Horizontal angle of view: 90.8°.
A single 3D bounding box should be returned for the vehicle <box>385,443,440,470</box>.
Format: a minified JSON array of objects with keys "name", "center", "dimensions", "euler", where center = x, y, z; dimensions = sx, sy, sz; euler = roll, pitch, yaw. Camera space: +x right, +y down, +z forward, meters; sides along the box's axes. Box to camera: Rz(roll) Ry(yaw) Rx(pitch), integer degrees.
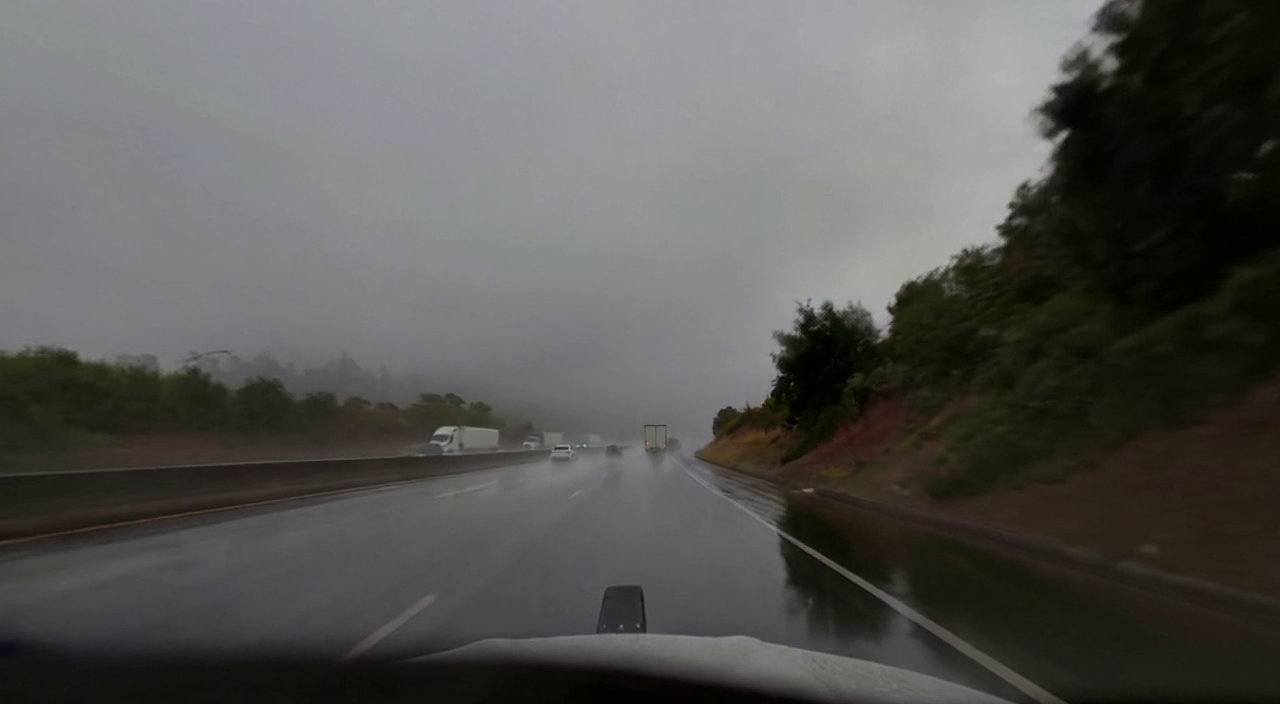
[{"name":"vehicle","center":[-16.040,7.417,44.810],"dimensions":[2.073,1.803,4.751],"euler":[0,-9,0]}]
